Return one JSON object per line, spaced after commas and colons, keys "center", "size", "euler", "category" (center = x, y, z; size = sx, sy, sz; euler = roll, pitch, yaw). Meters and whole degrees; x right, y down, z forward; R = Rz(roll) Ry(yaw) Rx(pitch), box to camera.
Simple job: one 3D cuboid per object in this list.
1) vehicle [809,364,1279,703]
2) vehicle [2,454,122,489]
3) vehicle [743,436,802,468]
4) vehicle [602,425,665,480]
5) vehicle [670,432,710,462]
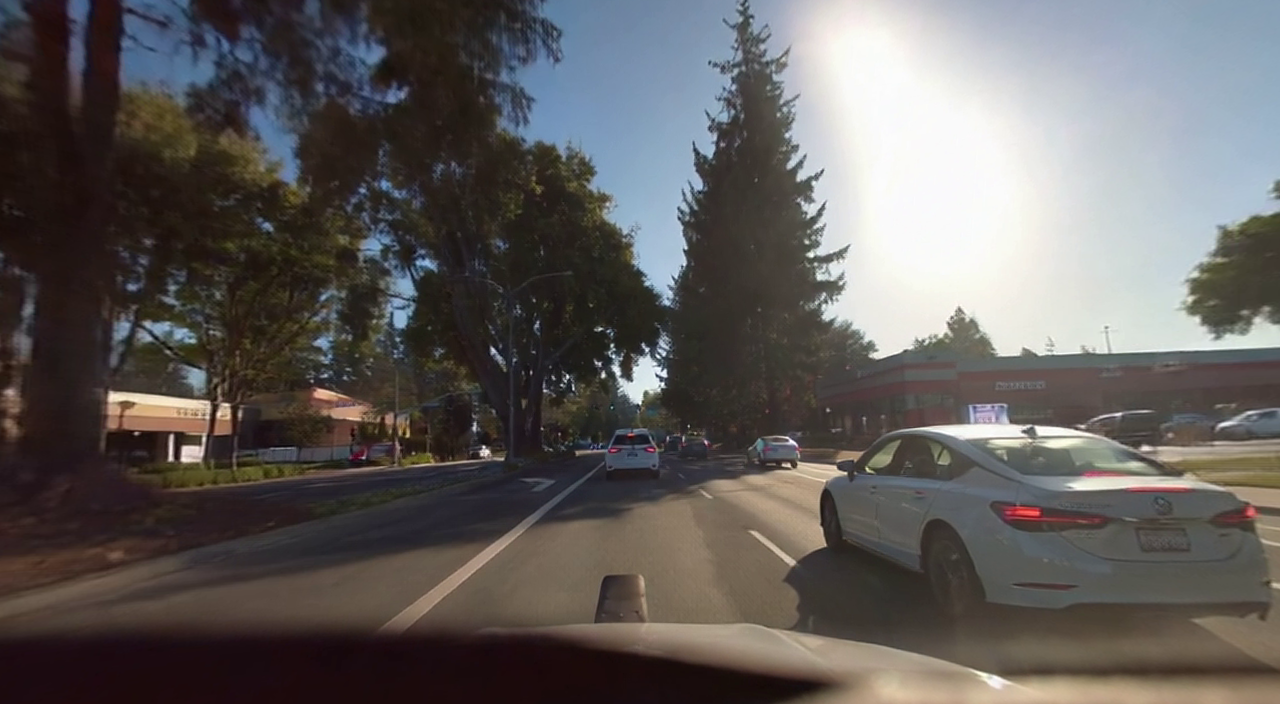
{"center": [3.155, 1.213, 5.264], "size": [2.153, 1.658, 4.485], "euler": [0, -8, -1], "category": "vehicle"}
{"center": [-30.247, 6.242, 33.150], "size": [4.228, 1.680, 2.024], "euler": [0, -9, 1], "category": "vehicle"}
{"center": [6.340, 4.860, 30.811], "size": [1.883, 1.452, 4.258], "euler": [0, -8, -1], "category": "vehicle"}
{"center": [-0.250, 3.683, 23.286], "size": [2.106, 1.798, 4.168], "euler": [0, -8, -1], "category": "vehicle"}
{"center": [3.078, 5.981, 39.656], "size": [2.000, 1.745, 4.206], "euler": [0, -8, -2], "category": "vehicle"}
